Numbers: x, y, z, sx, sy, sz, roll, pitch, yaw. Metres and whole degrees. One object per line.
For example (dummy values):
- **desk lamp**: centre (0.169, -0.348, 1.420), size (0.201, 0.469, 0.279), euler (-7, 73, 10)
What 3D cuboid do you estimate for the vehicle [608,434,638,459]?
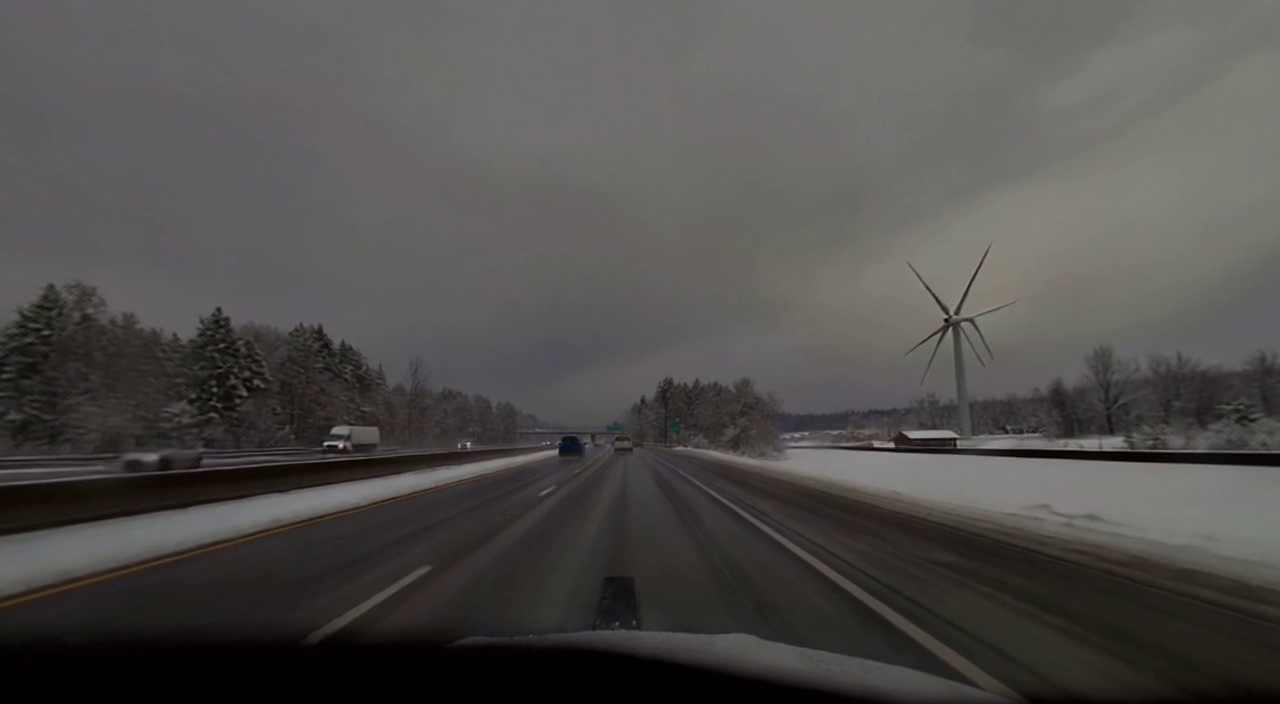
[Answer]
- **vehicle**: centre (-1.311, 7.316, 48.829), size (2.213, 1.774, 4.563), euler (0, -8, -1)

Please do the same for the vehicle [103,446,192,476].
- **vehicle**: centre (-28.755, 6.364, 36.917), size (1.851, 1.595, 4.296), euler (0, -8, -3)

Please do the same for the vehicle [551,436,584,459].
- **vehicle**: centre (-5.432, 7.181, 47.422), size (2.062, 1.622, 4.153), euler (0, -8, -1)
